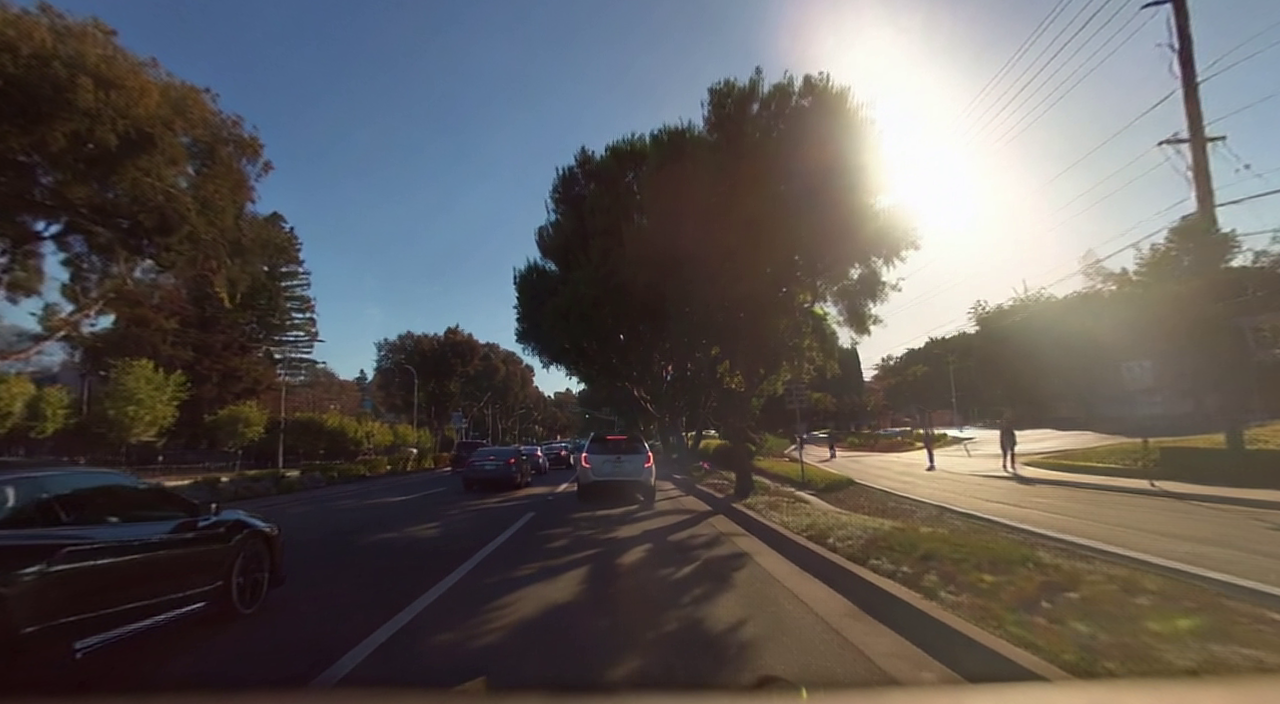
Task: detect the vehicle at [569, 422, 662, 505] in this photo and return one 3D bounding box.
[{"bbox_3d":[-0.583,2.708,15.716,2.012,1.769,3.897,0,-9,-2],"label":"vehicle"}]

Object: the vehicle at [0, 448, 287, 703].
[{"bbox_3d":[-3.654,1.066,2.598,1.865,1.314,4.461,0,-8,0],"label":"vehicle"}]

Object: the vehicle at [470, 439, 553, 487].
[{"bbox_3d":[-4.396,3.866,22.327,2.087,1.485,4.452,0,-8,-1],"label":"vehicle"}]

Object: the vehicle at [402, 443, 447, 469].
[{"bbox_3d":[-15.846,7.634,46.765,1.785,1.745,4.405,0,-8,0],"label":"vehicle"}]
